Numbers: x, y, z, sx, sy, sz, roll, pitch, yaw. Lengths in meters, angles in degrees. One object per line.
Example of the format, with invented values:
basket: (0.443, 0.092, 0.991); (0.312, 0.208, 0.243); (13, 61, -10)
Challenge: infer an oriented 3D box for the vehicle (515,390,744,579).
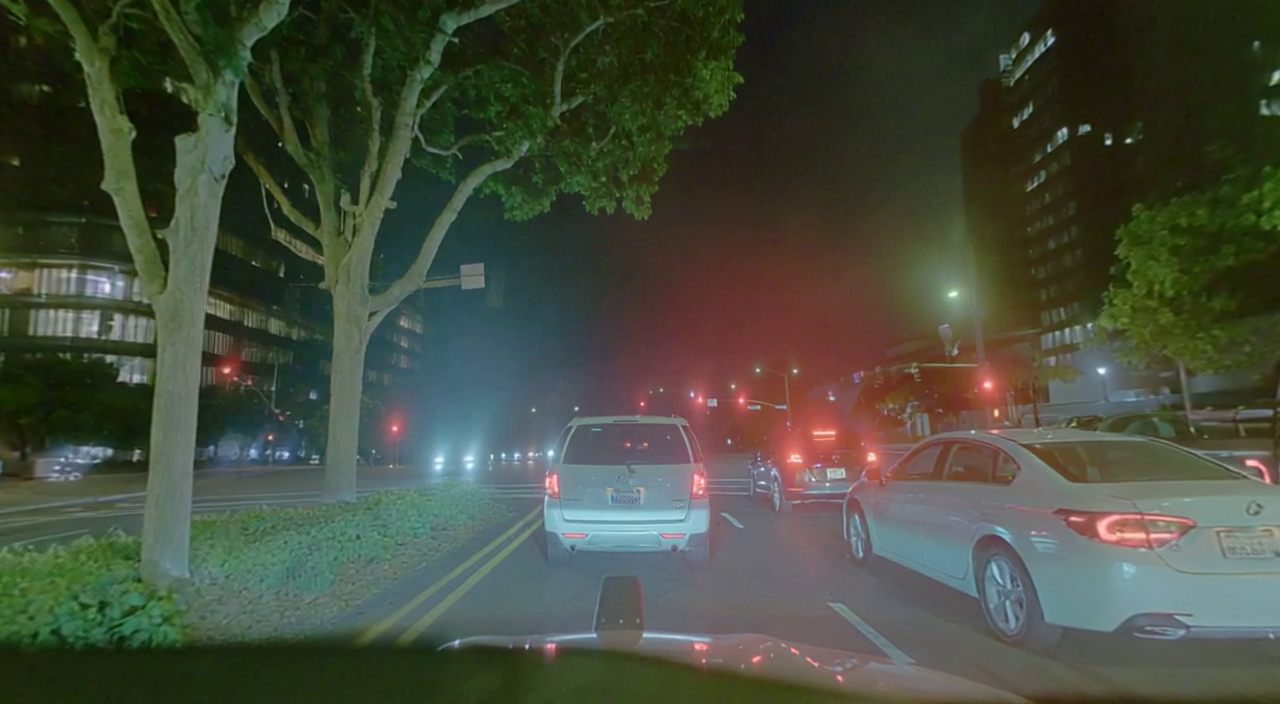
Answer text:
vehicle: (-0.213, 1.617, 8.433); (2.236, 1.827, 4.316); (1, -9, -3)

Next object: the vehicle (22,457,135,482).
vehicle: (-35.078, 7.341, 39.602); (4.845, 1.442, 1.880); (2, -9, -12)

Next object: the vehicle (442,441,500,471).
vehicle: (-11.126, 6.885, 42.111); (2.204, 1.848, 6.047); (0, -9, 0)

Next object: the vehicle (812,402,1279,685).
vehicle: (3.367, 1.421, 5.974); (2.034, 1.558, 4.774); (0, -9, -1)
